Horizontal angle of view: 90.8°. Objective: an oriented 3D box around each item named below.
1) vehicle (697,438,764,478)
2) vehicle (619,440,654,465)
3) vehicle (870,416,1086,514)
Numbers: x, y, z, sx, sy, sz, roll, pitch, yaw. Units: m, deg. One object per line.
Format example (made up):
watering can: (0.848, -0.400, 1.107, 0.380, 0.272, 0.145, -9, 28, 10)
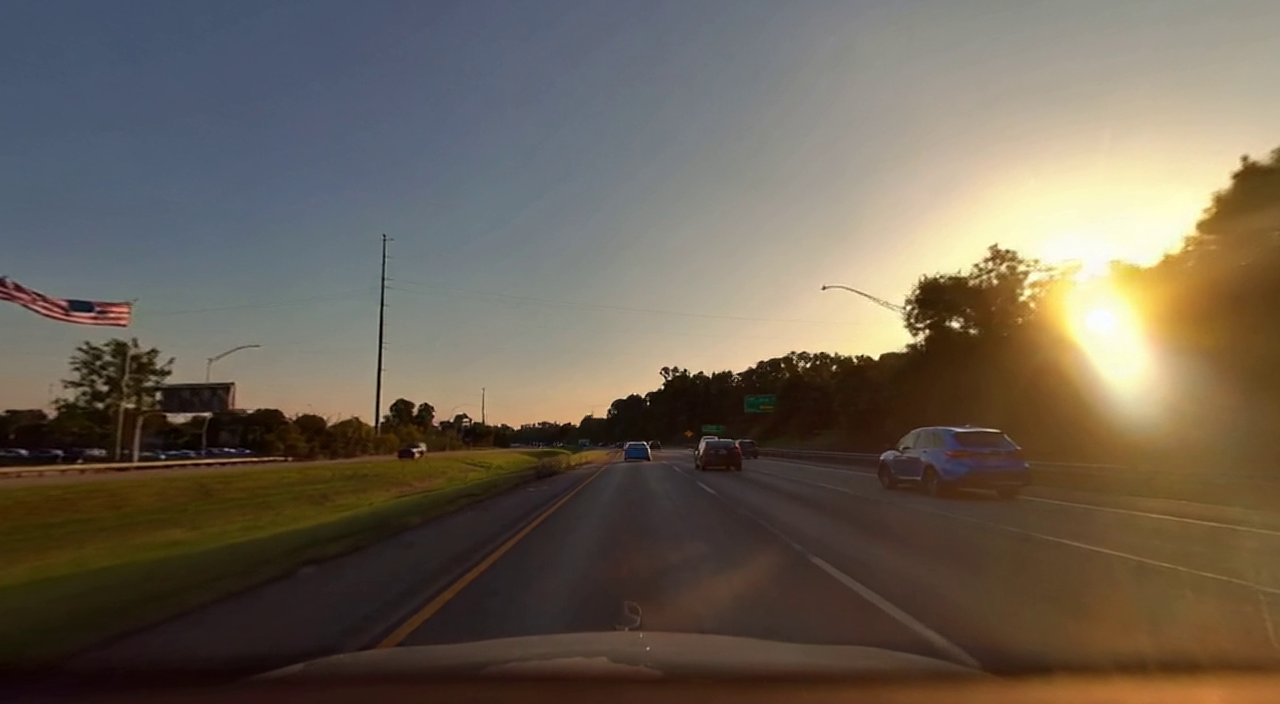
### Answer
vehicle: (3.594, 4.289, 25.801, 1.978, 1.488, 4.252, 0, -8, -2)
vehicle: (-0.229, 6.264, 39.401, 2.085, 1.449, 3.860, 0, -8, -1)
vehicle: (7.174, 2.447, 14.196, 2.114, 1.800, 4.779, 0, -8, -1)
